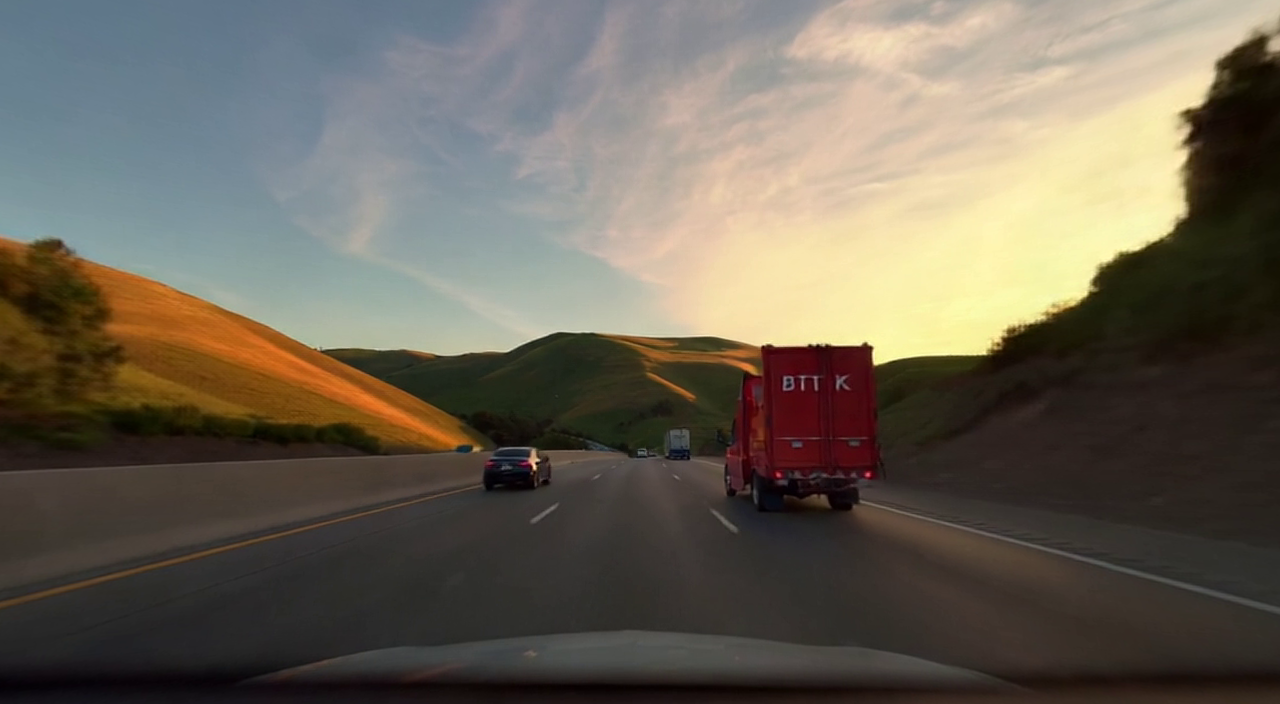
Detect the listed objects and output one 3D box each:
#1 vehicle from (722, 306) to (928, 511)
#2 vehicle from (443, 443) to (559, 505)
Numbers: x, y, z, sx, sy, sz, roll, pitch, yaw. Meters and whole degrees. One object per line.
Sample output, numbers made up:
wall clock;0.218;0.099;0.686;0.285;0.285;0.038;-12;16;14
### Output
vehicle;4.003;1.548;15.575;2.999;4.023;6.337;0;-9;-1
vehicle;-3.745;3.403;18.099;2.060;1.475;5.314;0;-9;1
